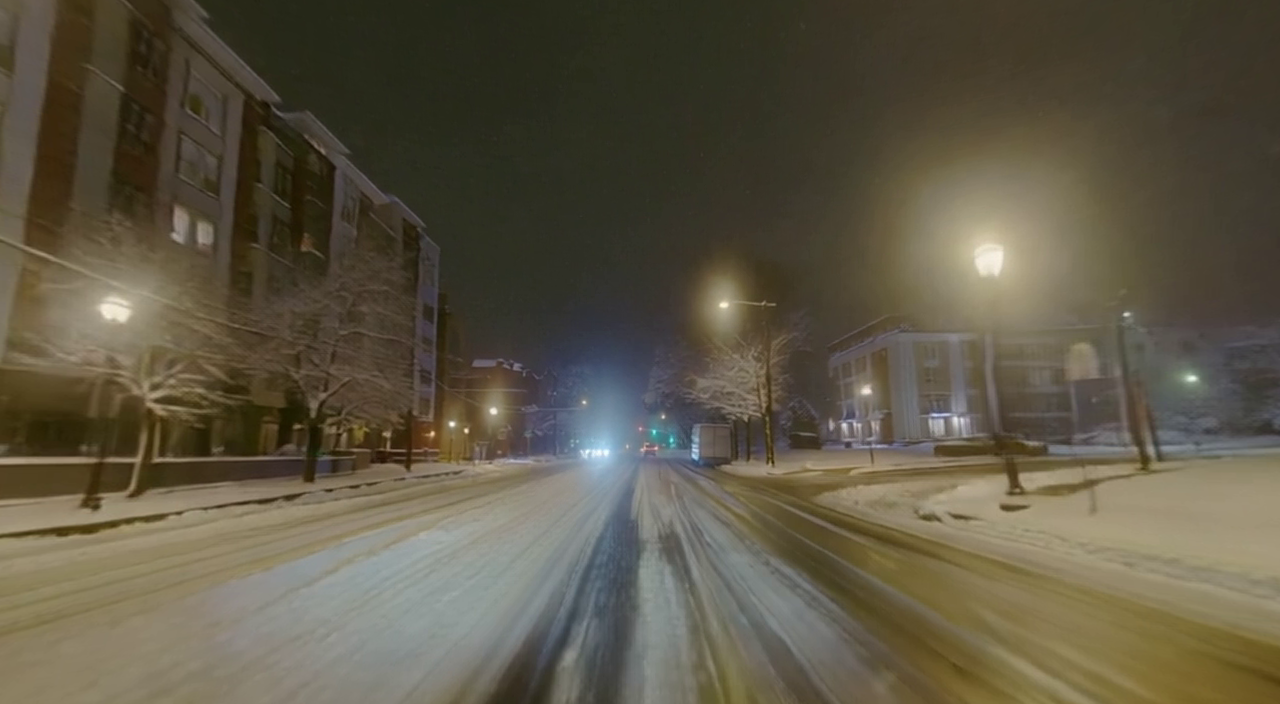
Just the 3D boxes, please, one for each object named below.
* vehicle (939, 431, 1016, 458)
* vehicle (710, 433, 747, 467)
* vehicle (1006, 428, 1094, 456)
[{"bbox_3d":[24.709,6.807,46.119,2.005,1.861,4.478,4,-10,-27],"label":"vehicle"},{"bbox_3d":[6.566,7.284,46.865,2.021,2.433,3.088,0,-8,-5],"label":"vehicle"},{"bbox_3d":[32.380,7.209,49.779,2.097,1.894,5.338,1,-10,-26],"label":"vehicle"}]
